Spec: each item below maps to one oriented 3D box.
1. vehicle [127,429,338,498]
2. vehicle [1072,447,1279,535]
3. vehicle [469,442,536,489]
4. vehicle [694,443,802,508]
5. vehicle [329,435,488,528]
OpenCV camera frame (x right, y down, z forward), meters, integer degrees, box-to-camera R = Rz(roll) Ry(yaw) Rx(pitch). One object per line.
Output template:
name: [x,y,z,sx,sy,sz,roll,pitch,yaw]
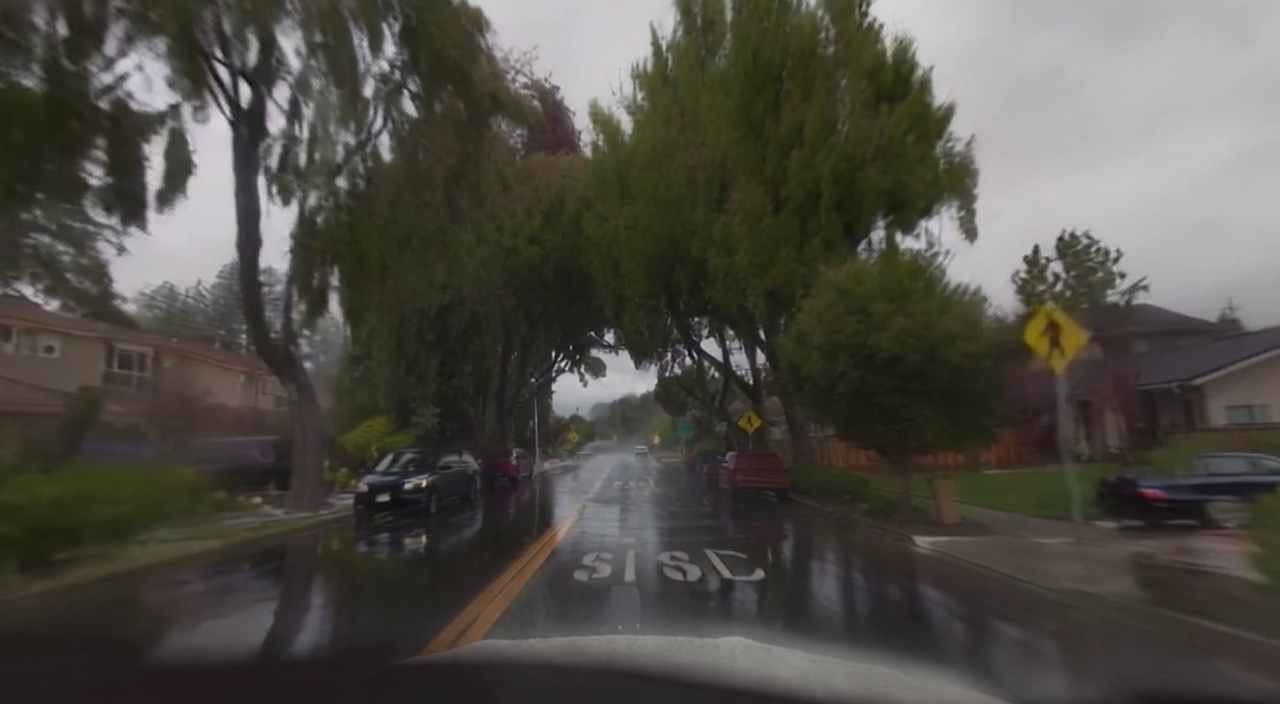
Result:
vehicle: [-12.937,3.569,20.365,5.234,2.076,2.197,0,-8,1]
vehicle: [10.962,2.480,11.634,4.628,1.403,1.926,0,-8,-3]
vehicle: [-6.105,5.093,28.492,2.027,1.803,4.306,-4,-9,-1]
vehicle: [2.796,3.306,17.458,2.047,1.532,4.350,0,-8,-2]
vehicle: [-5.614,3.138,16.226,2.155,1.907,5.100,-2,-7,0]
